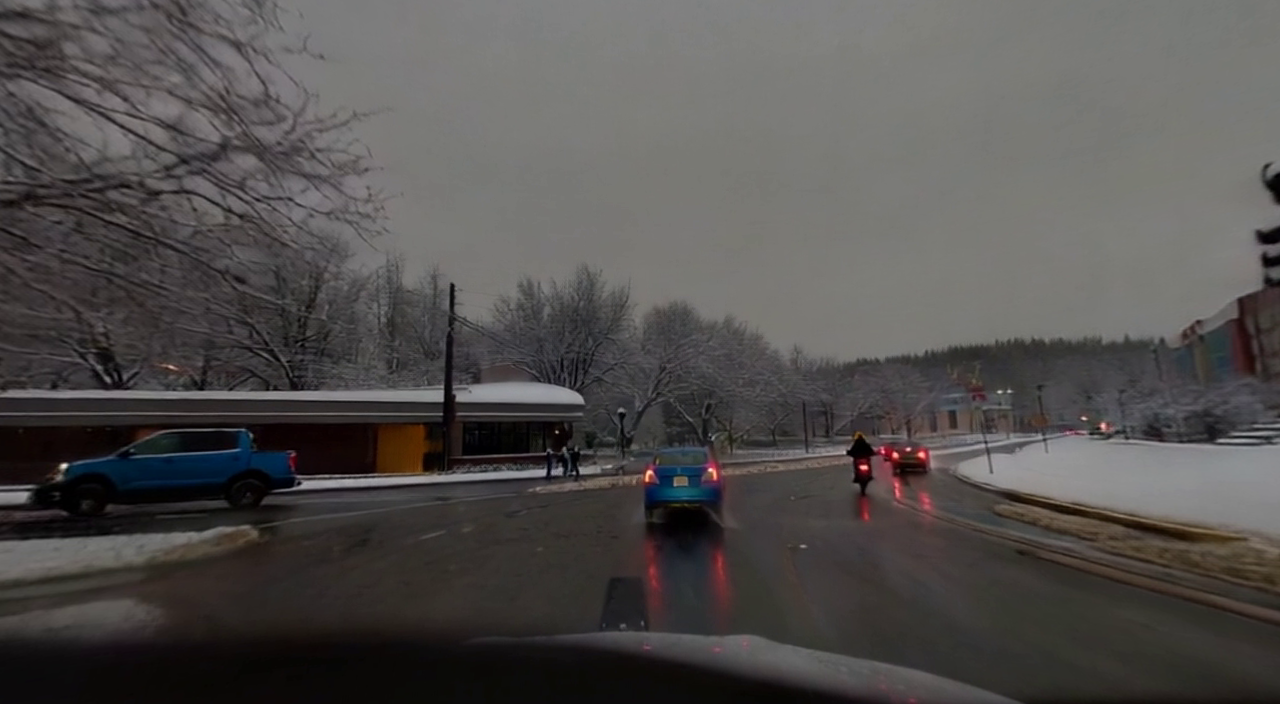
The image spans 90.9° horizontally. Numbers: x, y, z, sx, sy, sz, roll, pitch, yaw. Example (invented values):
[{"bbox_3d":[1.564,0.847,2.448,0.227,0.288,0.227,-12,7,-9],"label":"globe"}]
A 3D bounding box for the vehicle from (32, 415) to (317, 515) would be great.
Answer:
[{"bbox_3d":[-15.202,3.755,21.322,2.287,2.780,7.166,-7,-11,34],"label":"vehicle"}]

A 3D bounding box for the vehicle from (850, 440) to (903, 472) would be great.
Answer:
[{"bbox_3d":[14.277,6.264,37.904,2.212,1.790,4.768,-5,-11,28],"label":"vehicle"}]

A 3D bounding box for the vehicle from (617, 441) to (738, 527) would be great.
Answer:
[{"bbox_3d":[0.848,2.644,13.060,2.118,1.480,3.949,-1,-9,6],"label":"vehicle"}]

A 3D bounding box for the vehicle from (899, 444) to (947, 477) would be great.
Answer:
[{"bbox_3d":[14.653,5.584,32.530,1.822,1.555,3.574,-5,-11,28],"label":"vehicle"}]
